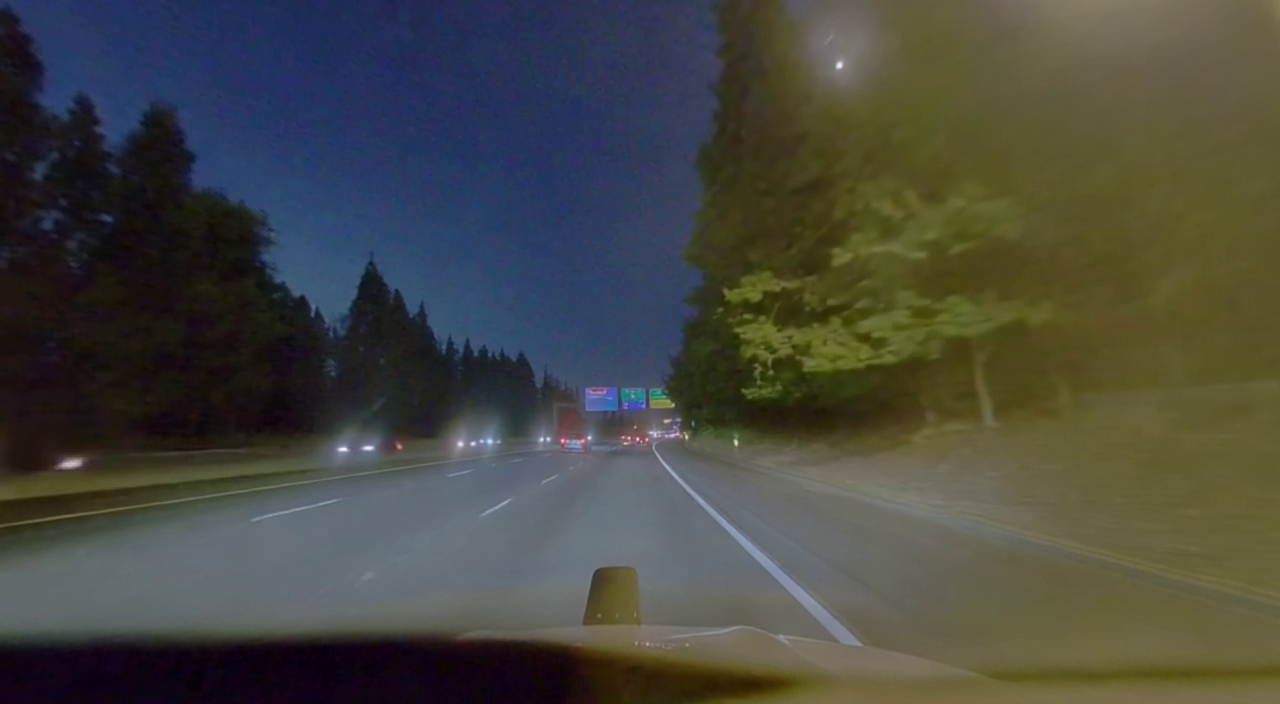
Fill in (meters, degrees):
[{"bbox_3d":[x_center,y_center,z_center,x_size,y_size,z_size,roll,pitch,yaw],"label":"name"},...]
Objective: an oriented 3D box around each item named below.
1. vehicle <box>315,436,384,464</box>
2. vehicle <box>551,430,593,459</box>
[{"bbox_3d":[-16.587,5.608,36.222,1.863,1.482,4.336,0,-7,0],"label":"vehicle"},{"bbox_3d":[-4.086,5.645,38.648,2.052,1.626,4.514,0,-8,1],"label":"vehicle"}]
